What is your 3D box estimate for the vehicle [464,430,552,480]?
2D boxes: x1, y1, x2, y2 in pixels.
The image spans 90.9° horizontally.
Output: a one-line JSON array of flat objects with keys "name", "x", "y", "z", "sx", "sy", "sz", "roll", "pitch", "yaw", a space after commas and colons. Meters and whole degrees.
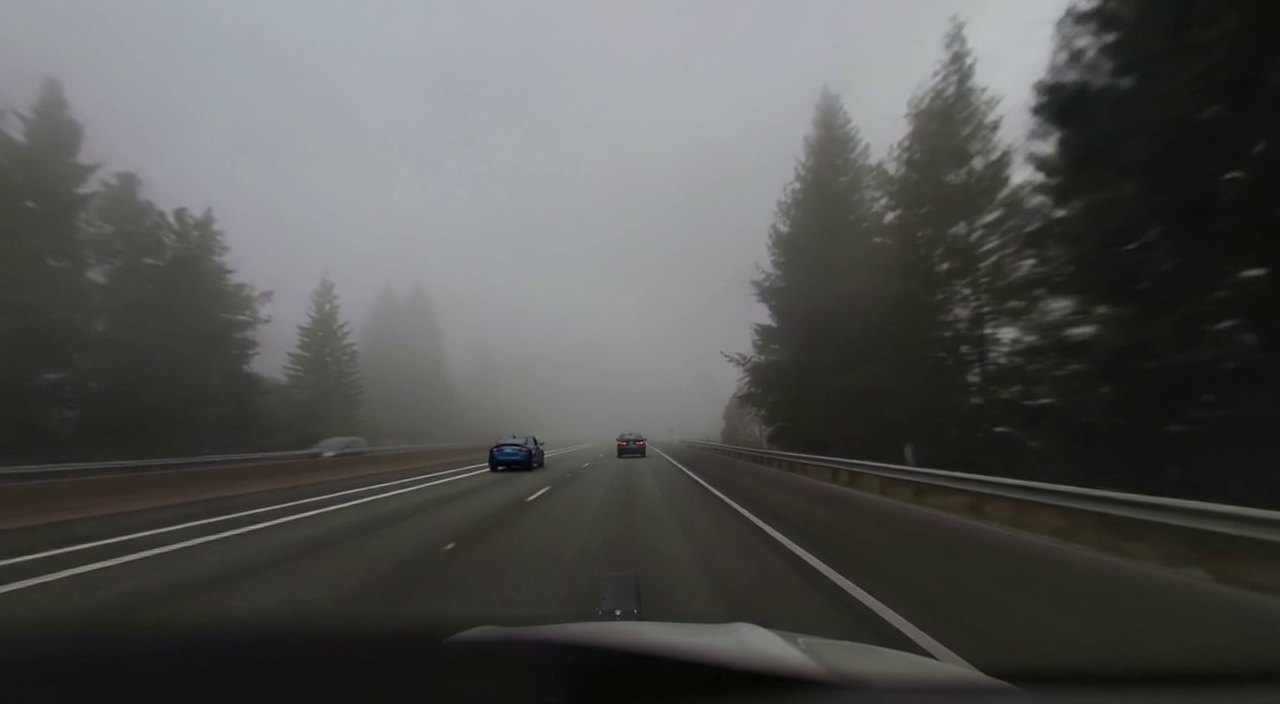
[{"name": "vehicle", "x": -4.290, "y": 3.399, "z": 21.161, "sx": 2.030, "sy": 1.491, "sz": 4.046, "roll": 0, "pitch": -8, "yaw": 1}]

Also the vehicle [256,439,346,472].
[{"name": "vehicle", "x": -16.142, "y": 4.913, "z": 30.301, "sx": 1.790, "sy": 1.459, "sz": 4.542, "roll": 0, "pitch": -8, "yaw": 0}]

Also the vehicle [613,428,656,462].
[{"name": "vehicle", "x": -0.290, "y": 4.927, "z": 33.566, "sx": 2.134, "sy": 1.654, "sz": 4.174, "roll": 0, "pitch": -8, "yaw": 0}]
